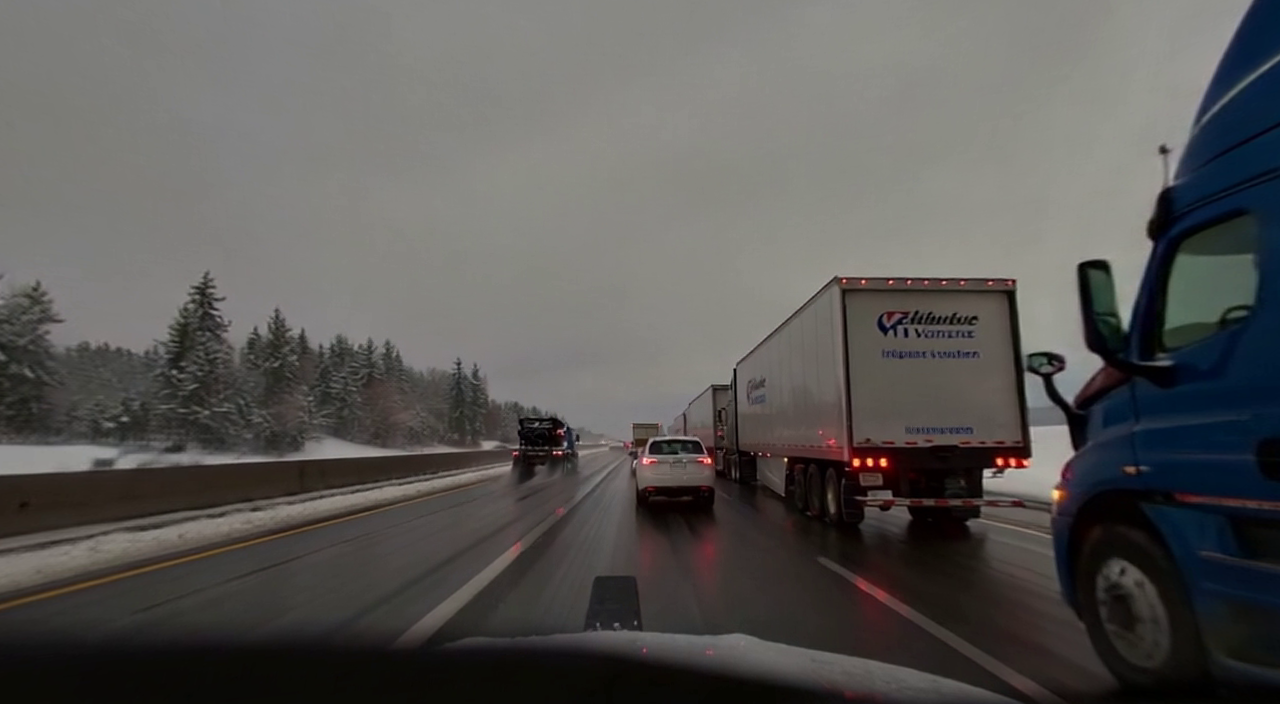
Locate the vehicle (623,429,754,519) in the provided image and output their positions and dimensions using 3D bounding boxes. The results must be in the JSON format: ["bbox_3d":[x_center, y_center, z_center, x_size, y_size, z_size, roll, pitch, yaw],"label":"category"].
[{"bbox_3d":[0.813,2.359,12.832,2.200,1.495,4.282,0,-8,0],"label":"vehicle"}]

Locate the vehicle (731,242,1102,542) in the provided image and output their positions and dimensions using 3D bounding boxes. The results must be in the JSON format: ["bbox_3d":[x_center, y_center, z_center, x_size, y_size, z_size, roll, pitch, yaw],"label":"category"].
[{"bbox_3d":[4.711,1.453,15.712,2.883,4.070,14.423,0,-8,1],"label":"vehicle"}]

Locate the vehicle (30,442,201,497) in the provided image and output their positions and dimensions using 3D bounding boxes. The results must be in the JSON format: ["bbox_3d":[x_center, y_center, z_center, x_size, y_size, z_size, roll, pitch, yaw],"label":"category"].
[{"bbox_3d":[-15.222,3.378,18.592,1.836,1.429,3.652,0,-8,1],"label":"vehicle"}]

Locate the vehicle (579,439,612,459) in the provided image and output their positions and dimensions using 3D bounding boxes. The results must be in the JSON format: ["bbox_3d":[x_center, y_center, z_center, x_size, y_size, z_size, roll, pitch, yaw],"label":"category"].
[{"bbox_3d":[-3.452,7.650,49.856,2.181,1.538,4.169,0,-8,1],"label":"vehicle"}]

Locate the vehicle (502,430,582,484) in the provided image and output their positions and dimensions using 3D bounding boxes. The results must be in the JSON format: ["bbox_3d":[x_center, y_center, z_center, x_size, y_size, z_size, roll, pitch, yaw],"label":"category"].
[{"bbox_3d":[-3.334,3.659,22.382,2.006,1.729,4.447,0,-8,1],"label":"vehicle"}]
